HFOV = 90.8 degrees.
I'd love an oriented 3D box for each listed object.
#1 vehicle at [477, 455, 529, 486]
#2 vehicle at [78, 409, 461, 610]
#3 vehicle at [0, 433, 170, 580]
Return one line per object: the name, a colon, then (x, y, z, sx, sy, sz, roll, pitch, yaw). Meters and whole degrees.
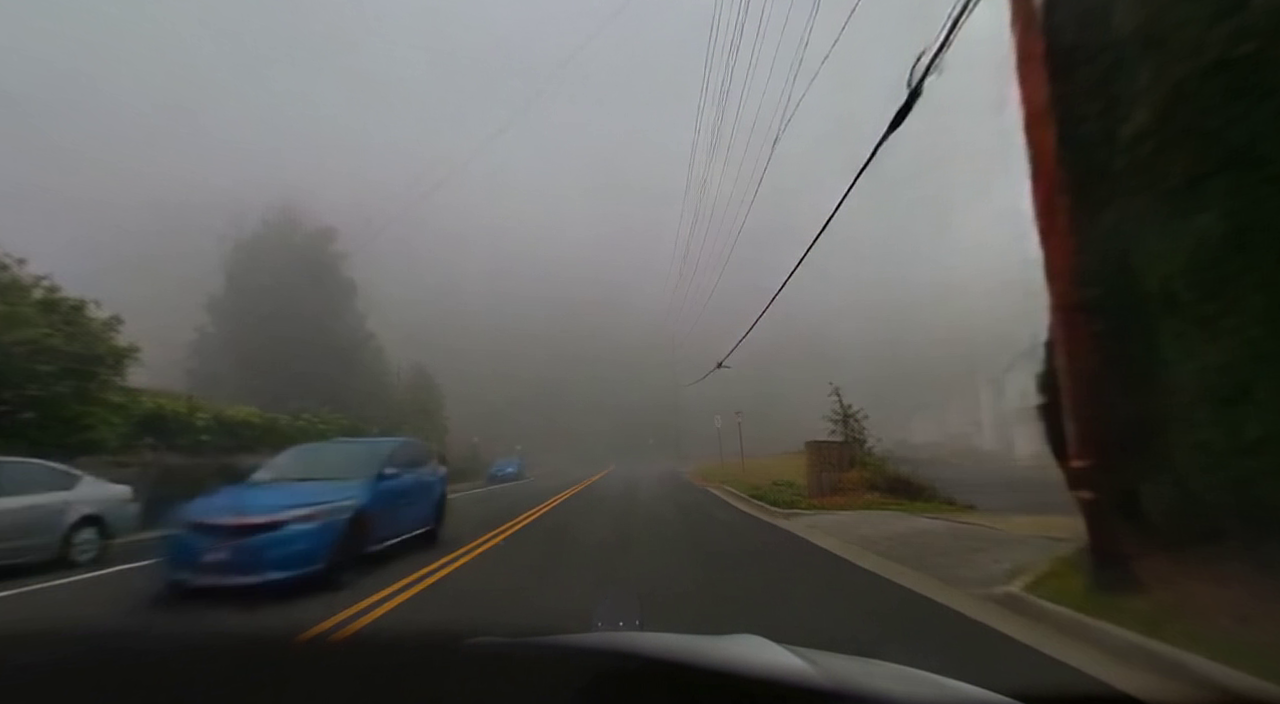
vehicle: (-8.241, 7.152, 38.499, 2.114, 1.693, 4.468, 0, -9, 1)
vehicle: (-3.874, 1.711, 7.807, 2.109, 1.738, 4.405, 0, -9, -1)
vehicle: (-7.683, 1.692, 6.670, 1.940, 1.514, 4.544, -4, -11, 0)
